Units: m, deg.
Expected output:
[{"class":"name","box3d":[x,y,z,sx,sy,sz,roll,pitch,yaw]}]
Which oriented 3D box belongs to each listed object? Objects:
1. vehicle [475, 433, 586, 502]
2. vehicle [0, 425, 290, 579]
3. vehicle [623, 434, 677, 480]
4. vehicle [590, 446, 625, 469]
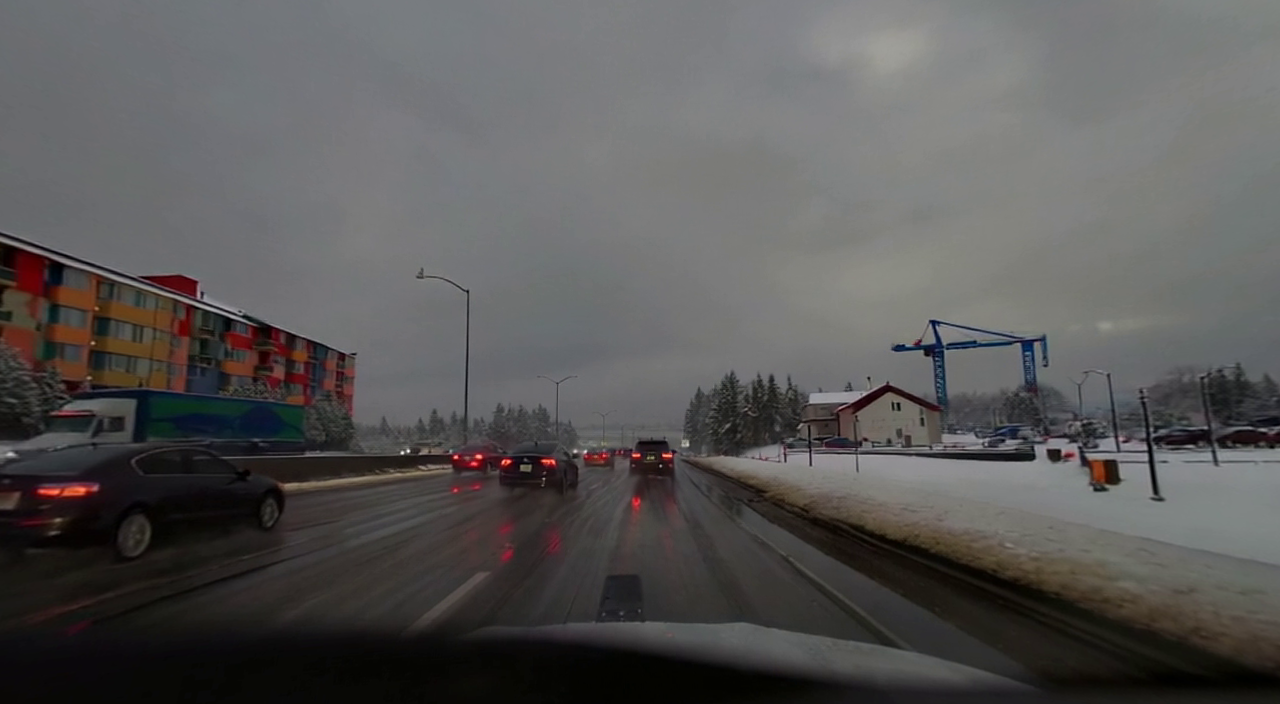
[{"class":"vehicle","box3d":[-2.880,3.172,17.739,2.109,1.657,4.554,0,-9,2]},{"class":"vehicle","box3d":[-7.011,1.801,8.458,1.959,1.486,4.460,0,-9,1]},{"class":"vehicle","box3d":[0.465,4.477,27.045,2.116,1.763,4.352,0,-9,2]},{"class":"vehicle","box3d":[-2.210,7.358,44.034,2.029,1.497,3.960,0,-9,4]}]
